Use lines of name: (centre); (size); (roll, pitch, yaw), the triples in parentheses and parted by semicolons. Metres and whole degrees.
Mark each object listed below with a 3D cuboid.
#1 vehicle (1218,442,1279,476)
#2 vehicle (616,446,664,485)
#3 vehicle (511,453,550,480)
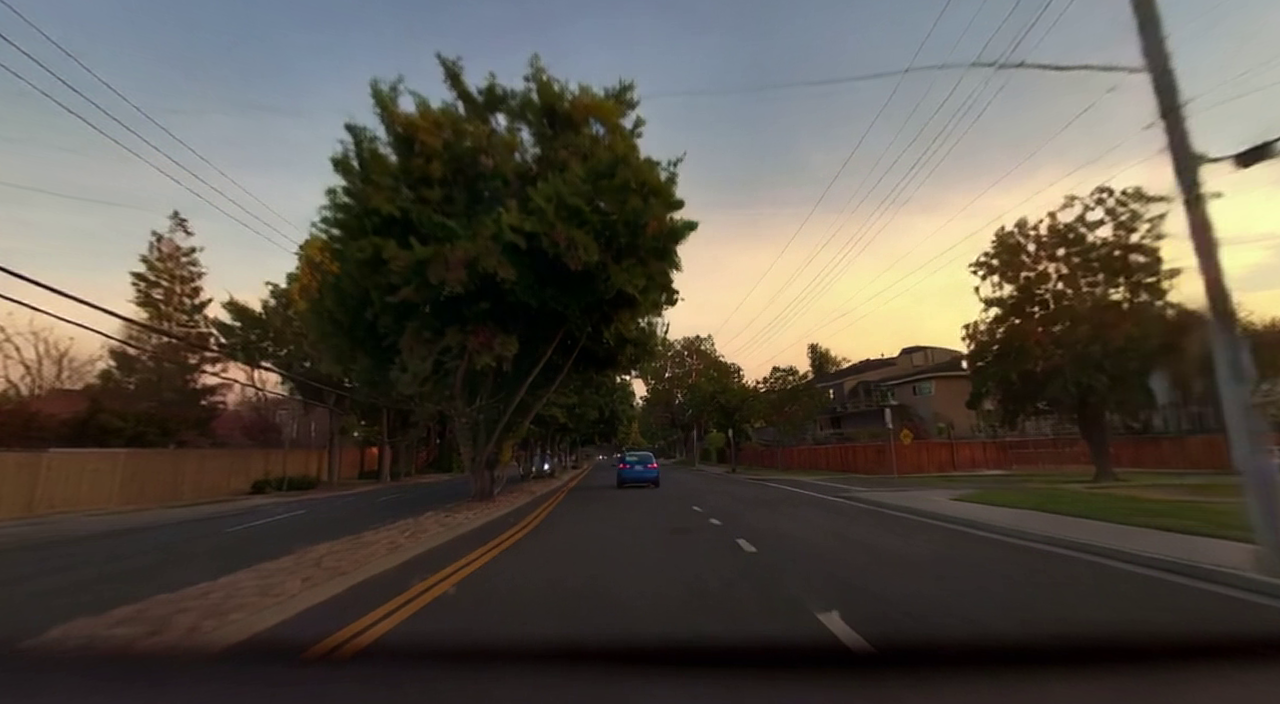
vehicle: (36.040, 6.046, 35.892); (4.461, 1.828, 2.165); (1, -8, -6)
vehicle: (-0.062, 5.292, 29.841); (2.139, 1.699, 3.916); (0, -8, -2)
vehicle: (-7.515, 7.908, 43.808); (2.046, 1.730, 4.310); (0, -8, -1)
